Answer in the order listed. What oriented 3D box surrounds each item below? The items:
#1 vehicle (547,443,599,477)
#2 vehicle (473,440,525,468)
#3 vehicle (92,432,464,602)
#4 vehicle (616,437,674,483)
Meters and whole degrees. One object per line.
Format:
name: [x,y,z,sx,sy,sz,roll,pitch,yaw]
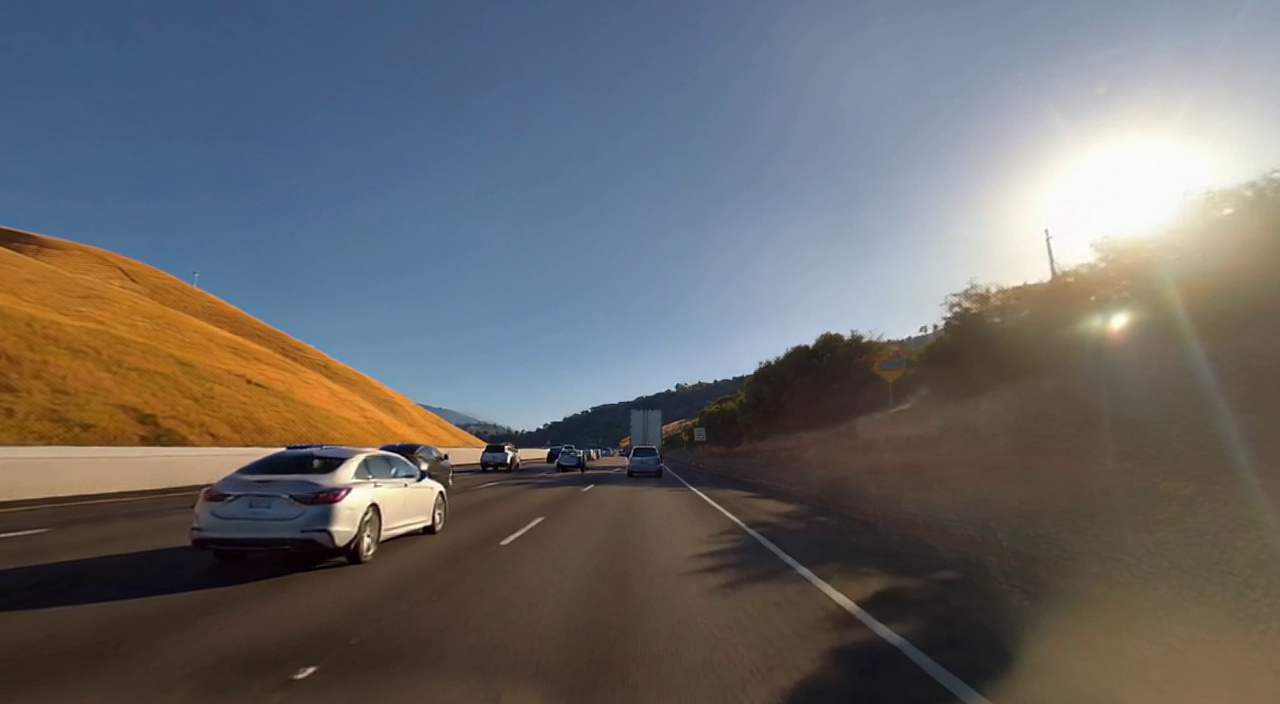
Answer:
vehicle: [-3.458,5.693,33.532,2.155,1.661,4.477,1,-8,2]
vehicle: [-10.798,7.889,48.939,2.421,2.025,6.236,1,-8,2]
vehicle: [-3.885,1.813,7.962,1.943,1.468,4.547,1,-8,1]
vehicle: [0.202,4.612,27.159,2.281,1.795,4.297,1,-8,0]
